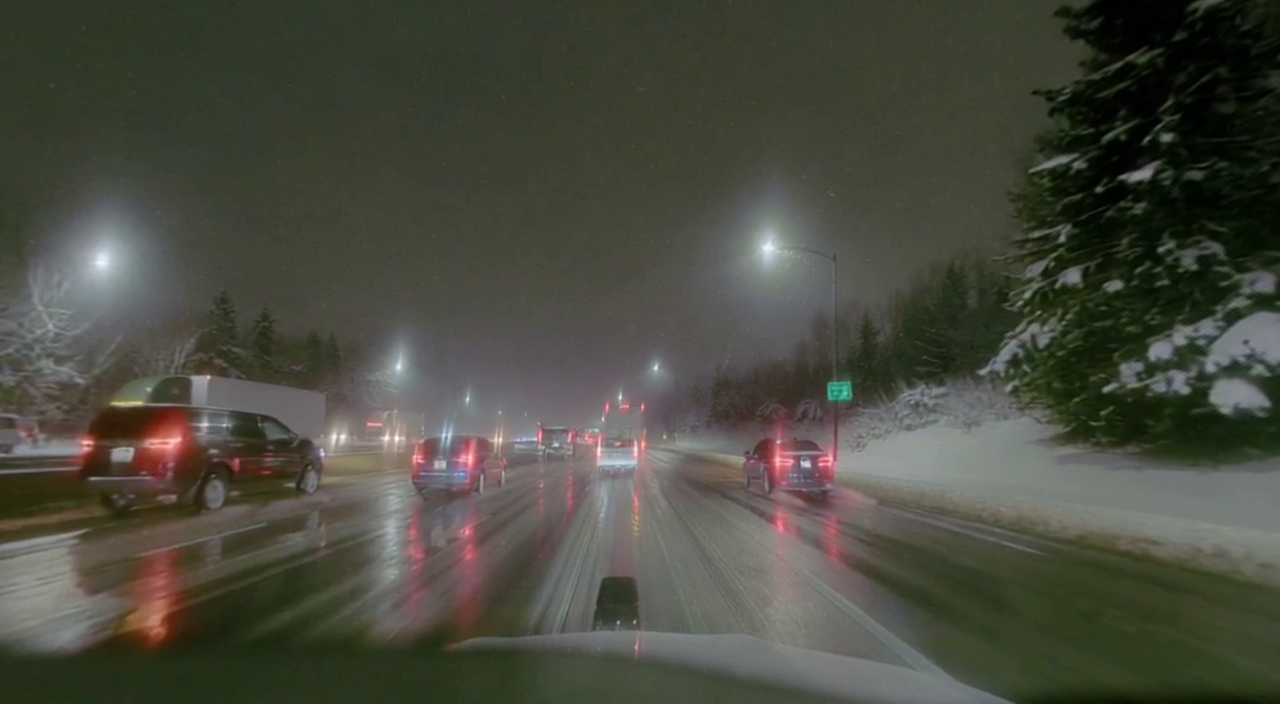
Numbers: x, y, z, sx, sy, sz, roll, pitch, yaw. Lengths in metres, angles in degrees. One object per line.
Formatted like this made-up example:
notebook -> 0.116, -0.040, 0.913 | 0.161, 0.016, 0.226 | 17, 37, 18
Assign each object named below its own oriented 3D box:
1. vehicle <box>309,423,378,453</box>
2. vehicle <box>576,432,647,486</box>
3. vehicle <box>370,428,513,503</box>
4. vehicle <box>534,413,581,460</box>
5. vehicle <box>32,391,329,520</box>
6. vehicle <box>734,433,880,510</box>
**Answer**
vehicle -> -16.024, 4.676, 34.251 | 1.831, 1.512, 4.273 | 0, -8, -2
vehicle -> -0.859, 3.257, 19.506 | 1.980, 1.478, 3.758 | 0, -8, -2
vehicle -> -4.475, 2.610, 14.992 | 2.046, 1.493, 4.384 | 0, -8, -1
vehicle -> -4.972, 5.218, 38.685 | 2.303, 2.610, 6.579 | 0, -8, -3
vehicle -> -8.181, 1.892, 11.977 | 2.158, 1.943, 4.662 | 0, -8, -1
vehicle -> 3.583, 2.620, 14.467 | 1.981, 1.474, 4.396 | 0, -8, -2
